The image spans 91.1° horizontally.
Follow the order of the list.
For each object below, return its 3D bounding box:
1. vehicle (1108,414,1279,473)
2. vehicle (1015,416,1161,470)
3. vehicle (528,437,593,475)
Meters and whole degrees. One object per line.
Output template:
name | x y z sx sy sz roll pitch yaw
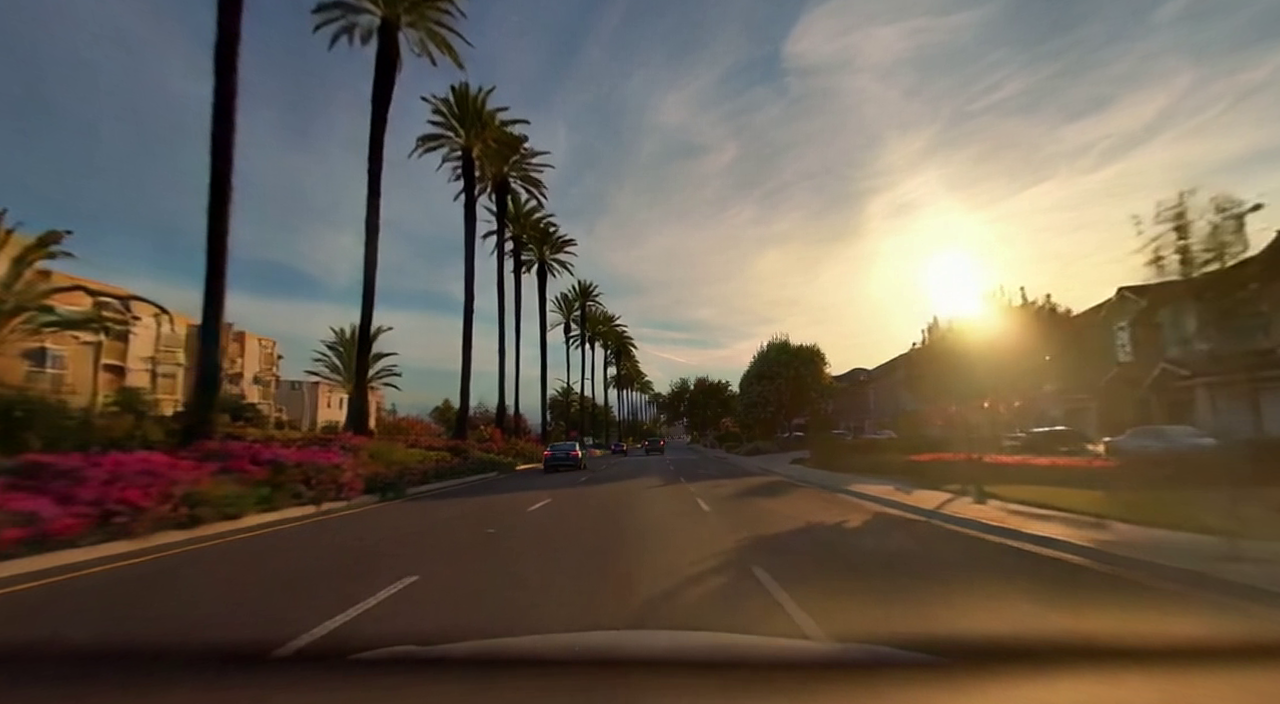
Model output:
vehicle | 21.340 3.391 23.193 2.426 1.902 6.126 3 -9 -16
vehicle | 20.489 4.193 29.101 2.624 2.088 5.064 -3 -8 -6
vehicle | -3.254 4.370 26.637 2.036 1.478 4.508 0 -8 2
